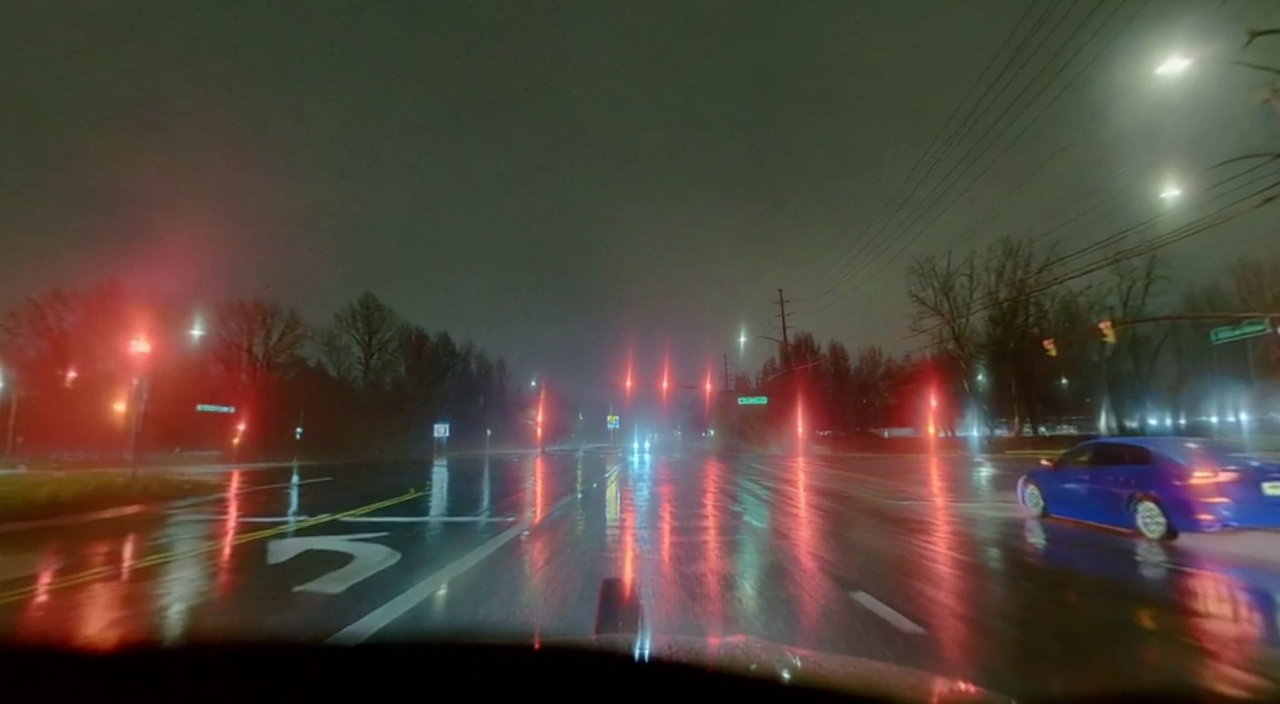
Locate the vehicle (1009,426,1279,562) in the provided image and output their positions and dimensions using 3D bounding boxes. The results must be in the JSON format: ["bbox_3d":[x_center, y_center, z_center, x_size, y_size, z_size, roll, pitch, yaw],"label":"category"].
[{"bbox_3d":[7.375,1.910,9.150,1.797,1.544,3.685,0,-9,0],"label":"vehicle"}]
